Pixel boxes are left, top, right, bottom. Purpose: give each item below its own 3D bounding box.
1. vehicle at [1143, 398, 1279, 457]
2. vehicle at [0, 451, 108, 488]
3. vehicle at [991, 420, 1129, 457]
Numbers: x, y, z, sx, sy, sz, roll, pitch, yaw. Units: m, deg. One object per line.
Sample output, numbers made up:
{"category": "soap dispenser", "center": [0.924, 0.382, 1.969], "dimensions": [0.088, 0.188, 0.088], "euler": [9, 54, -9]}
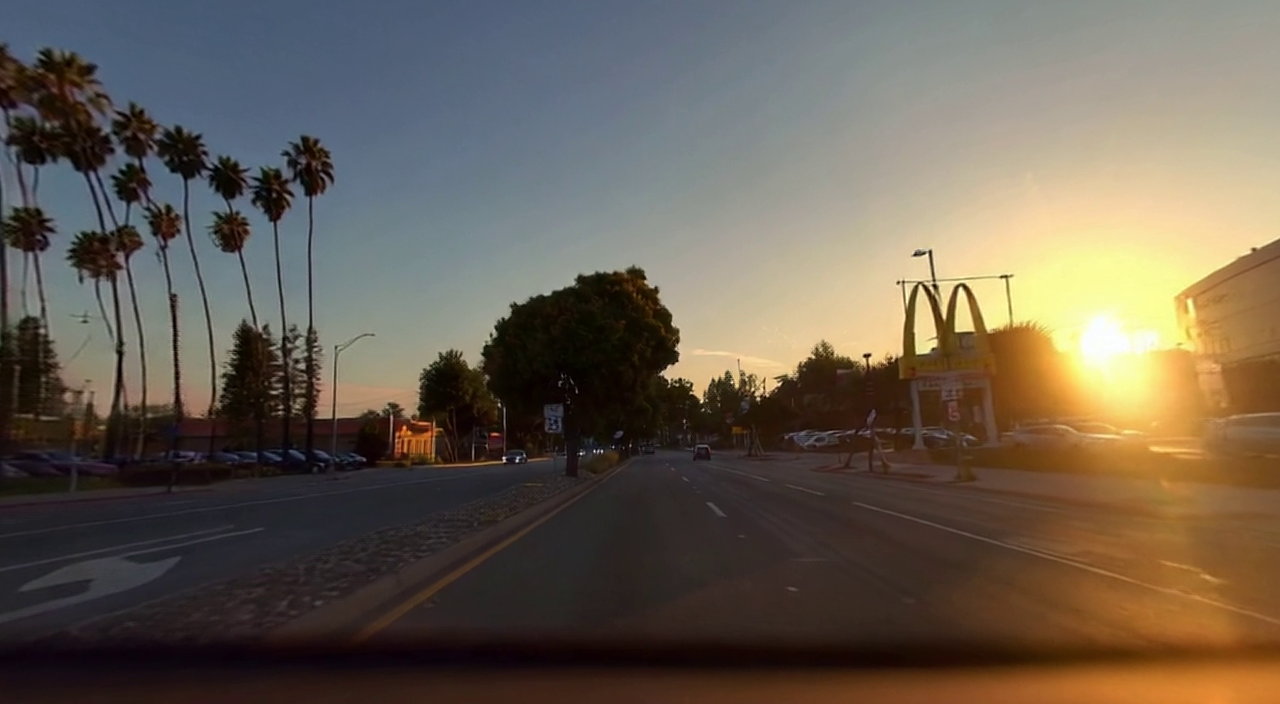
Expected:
{"category": "vehicle", "center": [19.170, 2.359, 19.553], "dimensions": [5.123, 1.730, 2.183], "euler": [-1, -8, 4]}
{"category": "vehicle", "center": [-27.898, 5.442, 29.620], "dimensions": [2.067, 1.563, 4.043], "euler": [-1, -8, 4]}
{"category": "vehicle", "center": [18.618, 3.877, 28.162], "dimensions": [4.691, 1.545, 1.900], "euler": [-1, -8, 4]}
